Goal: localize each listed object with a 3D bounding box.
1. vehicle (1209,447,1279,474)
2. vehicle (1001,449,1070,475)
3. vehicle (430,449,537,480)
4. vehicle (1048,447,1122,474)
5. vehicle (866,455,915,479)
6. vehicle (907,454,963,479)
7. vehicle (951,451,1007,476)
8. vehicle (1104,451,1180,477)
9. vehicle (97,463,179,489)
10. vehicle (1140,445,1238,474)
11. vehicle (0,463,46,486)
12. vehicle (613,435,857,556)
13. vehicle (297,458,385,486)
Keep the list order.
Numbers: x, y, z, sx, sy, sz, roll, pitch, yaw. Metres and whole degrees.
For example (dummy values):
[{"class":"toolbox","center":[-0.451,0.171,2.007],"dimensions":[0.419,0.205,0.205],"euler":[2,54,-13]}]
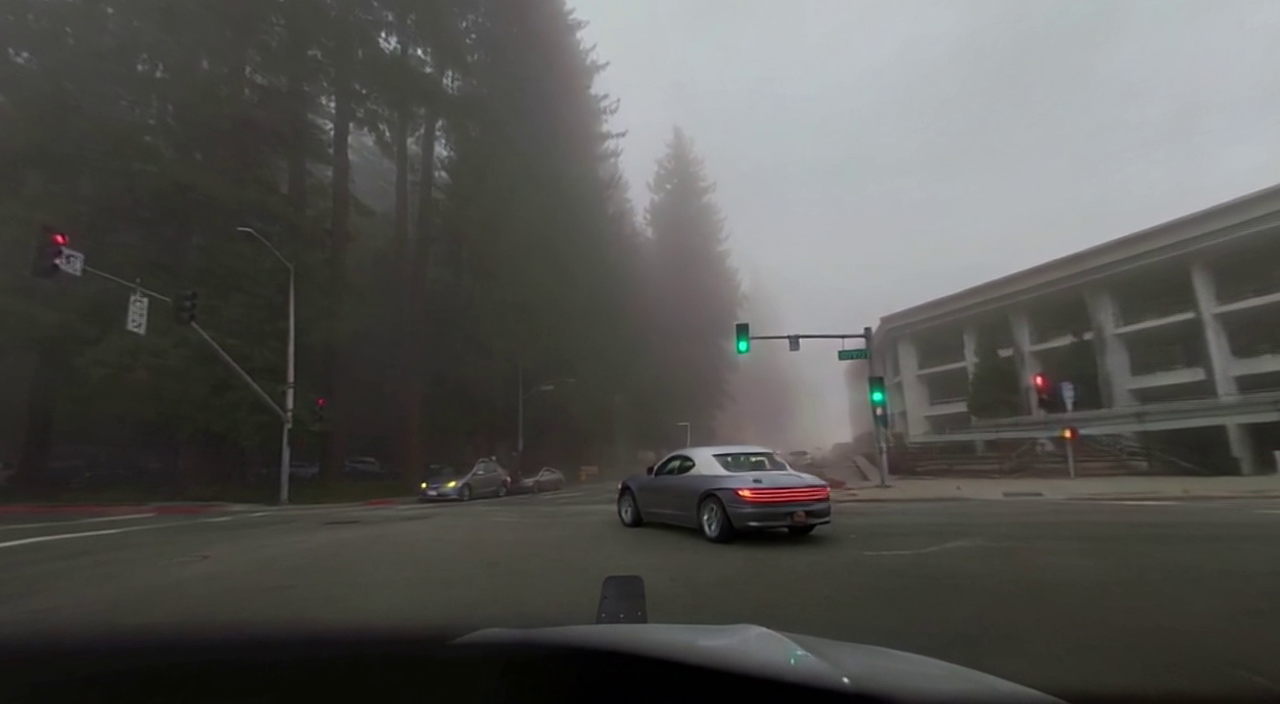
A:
[{"class":"vehicle","center":[33.702,5.976,34.854],"dimensions":[1.746,1.391,3.360],"euler":[-1,-9,9]},{"class":"vehicle","center":[22.827,6.338,36.639],"dimensions":[1.970,1.449,3.604],"euler":[-1,-9,7]},{"class":"vehicle","center":[-9.712,7.004,39.449],"dimensions":[6.021,1.868,2.172],"euler":[-1,-9,6]},{"class":"vehicle","center":[25.717,6.270,36.640],"dimensions":[1.997,1.495,3.504],"euler":[-1,-9,7]},{"class":"vehicle","center":[14.782,6.798,37.449],"dimensions":[1.692,1.343,3.352],"euler":[-1,-9,4]},{"class":"vehicle","center":[17.419,6.739,37.424],"dimensions":[2.006,1.371,3.426],"euler":[-1,-9,7]},{"class":"vehicle","center":[19.952,6.548,37.301],"dimensions":[1.704,1.365,3.315],"euler":[-1,-9,6]},{"class":"vehicle","center":[28.377,6.309,35.850],"dimensions":[1.817,1.361,3.253],"euler":[-1,-9,7]},{"class":"vehicle","center":[-31.575,7.799,39.872],"dimensions":[1.709,1.410,3.945],"euler":[-1,-9,4]},{"class":"vehicle","center":[30.721,6.009,35.543],"dimensions":[2.039,1.501,4.231],"euler":[-1,-9,8]},{"class":"vehicle","center":[-41.390,8.020,41.288],"dimensions":[1.627,1.392,3.330],"euler":[-1,-9,5]},{"class":"vehicle","center":[1.266,2.194,10.458],"dimensions":[1.903,1.529,4.254],"euler":[4,-10,-25]},{"class":"vehicle","center":[-17.261,6.932,36.542],"dimensions":[4.207,1.508,1.875],"euler":[-1,-9,8]}]
